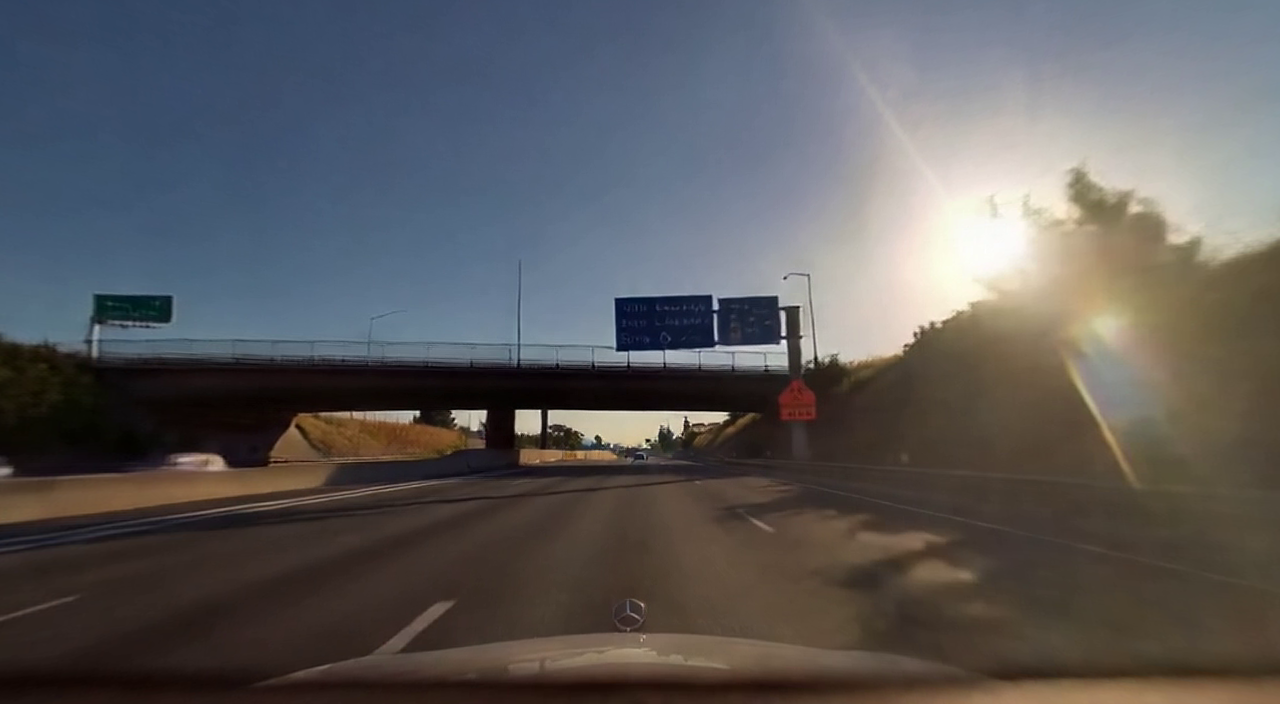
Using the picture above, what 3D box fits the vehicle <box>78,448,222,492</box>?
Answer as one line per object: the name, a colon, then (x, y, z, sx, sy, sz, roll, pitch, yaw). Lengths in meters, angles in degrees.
vehicle: (-18.819, 4.530, 24.534, 1.874, 1.512, 4.560, 0, -9, 0)
